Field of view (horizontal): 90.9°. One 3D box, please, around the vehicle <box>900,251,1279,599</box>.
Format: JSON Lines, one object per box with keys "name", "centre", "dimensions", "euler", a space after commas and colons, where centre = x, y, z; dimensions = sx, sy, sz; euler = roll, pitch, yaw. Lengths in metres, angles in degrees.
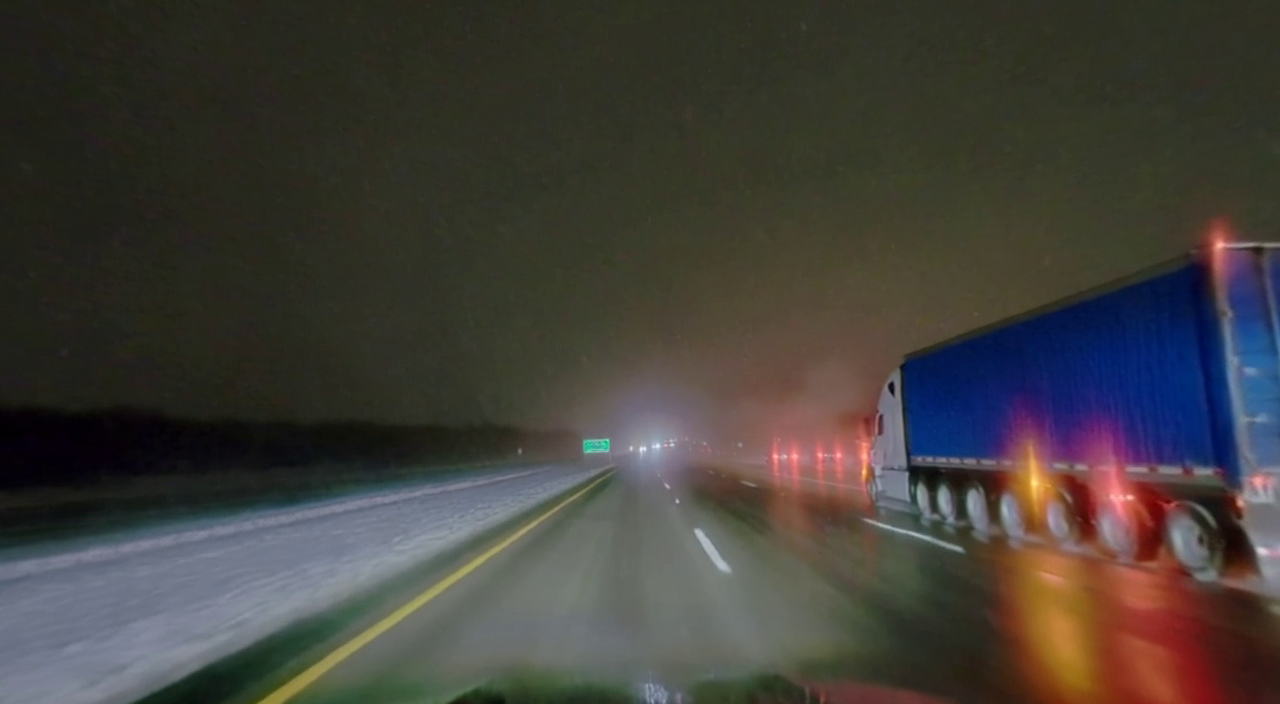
{"name": "vehicle", "centre": [6.923, 1.191, 9.537], "dimensions": [2.690, 3.197, 7.515], "euler": [0, -9, 0]}
